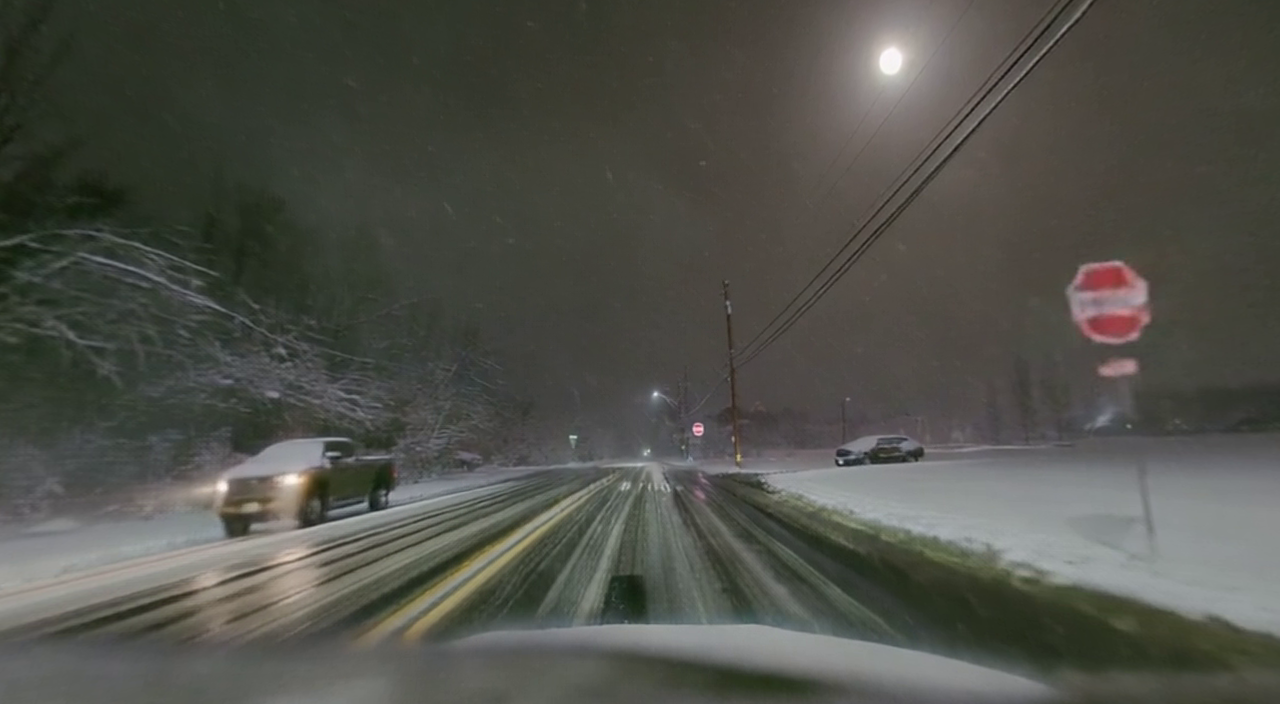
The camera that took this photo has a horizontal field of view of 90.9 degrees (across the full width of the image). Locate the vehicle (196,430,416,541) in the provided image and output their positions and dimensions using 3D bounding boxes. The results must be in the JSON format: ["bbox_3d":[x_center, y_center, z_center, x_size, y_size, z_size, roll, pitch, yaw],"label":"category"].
[{"bbox_3d":[-6.386,2.631,12.800,1.992,1.797,4.372,-2,-10,1],"label":"vehicle"}]
